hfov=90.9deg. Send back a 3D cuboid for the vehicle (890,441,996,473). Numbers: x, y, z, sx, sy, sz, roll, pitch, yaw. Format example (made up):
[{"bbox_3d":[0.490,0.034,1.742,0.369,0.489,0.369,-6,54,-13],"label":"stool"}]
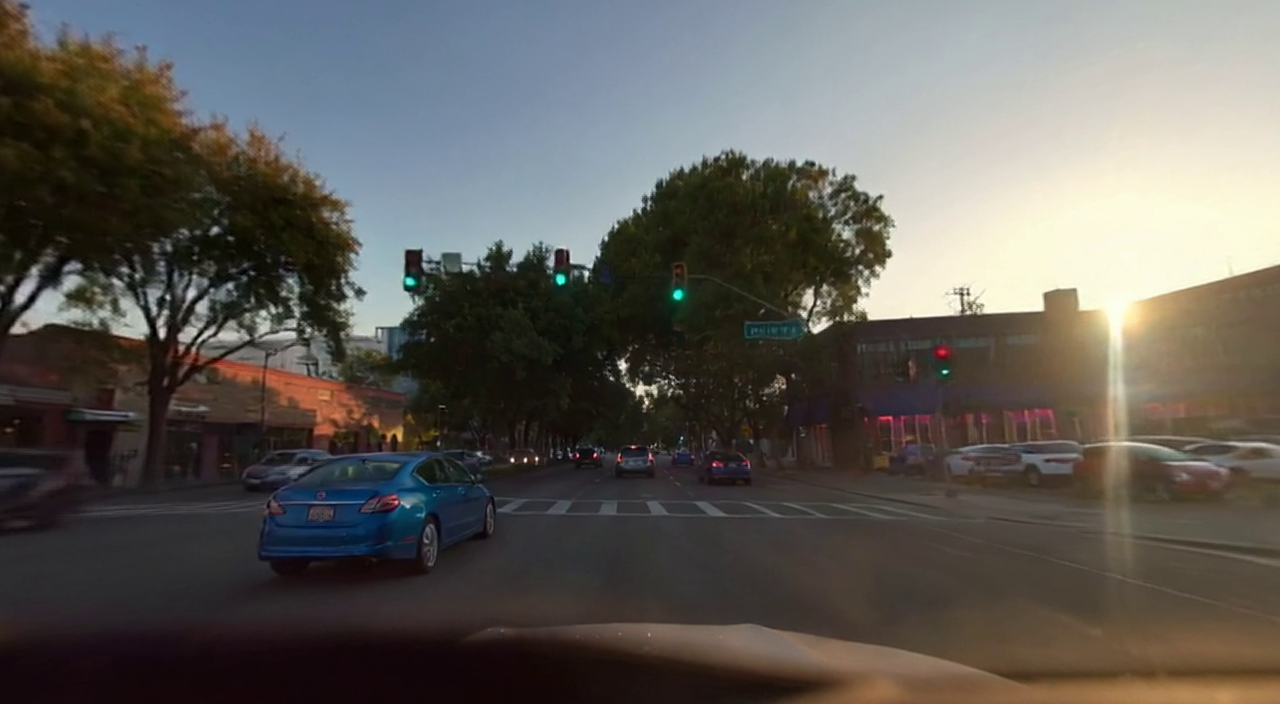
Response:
[{"bbox_3d":[16.797,5.821,35.081,4.764,1.717,2.170,0,-9,-2],"label":"vehicle"}]

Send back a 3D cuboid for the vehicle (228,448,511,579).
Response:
[{"bbox_3d":[-3.332,2.037,8.801,2.115,1.369,3.908,0,-9,2],"label":"vehicle"}]

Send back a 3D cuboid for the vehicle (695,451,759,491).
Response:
[{"bbox_3d":[3.552,4.933,26.477,2.058,1.472,4.317,0,-9,0],"label":"vehicle"}]

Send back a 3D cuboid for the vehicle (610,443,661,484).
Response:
[{"bbox_3d":[-0.191,5.548,31.750,2.361,1.898,4.465,0,-9,0],"label":"vehicle"}]

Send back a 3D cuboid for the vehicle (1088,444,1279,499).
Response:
[{"bbox_3d":[16.092,3.446,18.428,4.407,1.492,1.930,0,-9,2],"label":"vehicle"}]

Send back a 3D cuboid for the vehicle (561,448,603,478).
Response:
[{"bbox_3d":[-3.438,6.680,38.195,2.130,1.645,3.995,0,-9,1],"label":"vehicle"}]
